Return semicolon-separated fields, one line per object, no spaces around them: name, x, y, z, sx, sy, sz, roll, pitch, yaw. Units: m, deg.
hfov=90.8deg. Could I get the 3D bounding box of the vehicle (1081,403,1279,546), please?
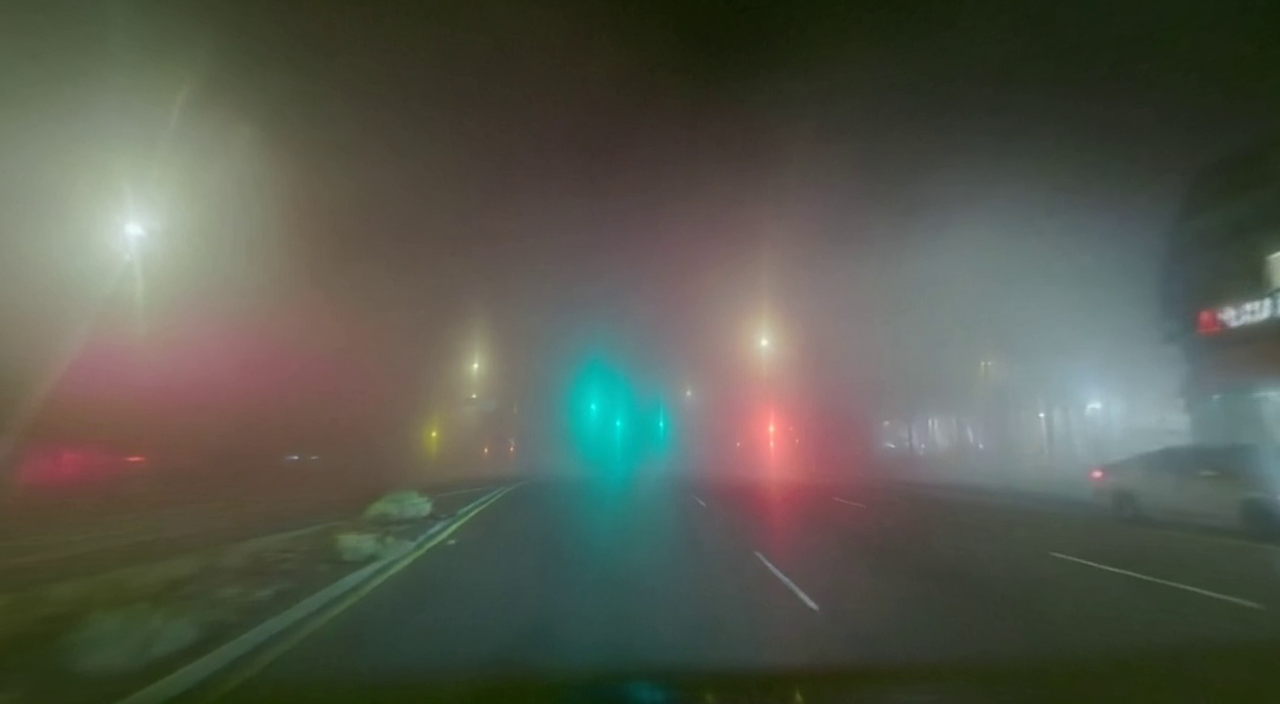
vehicle;10.021;1.984;10.495;2.101;1.957;4.718;-1;-9;3
